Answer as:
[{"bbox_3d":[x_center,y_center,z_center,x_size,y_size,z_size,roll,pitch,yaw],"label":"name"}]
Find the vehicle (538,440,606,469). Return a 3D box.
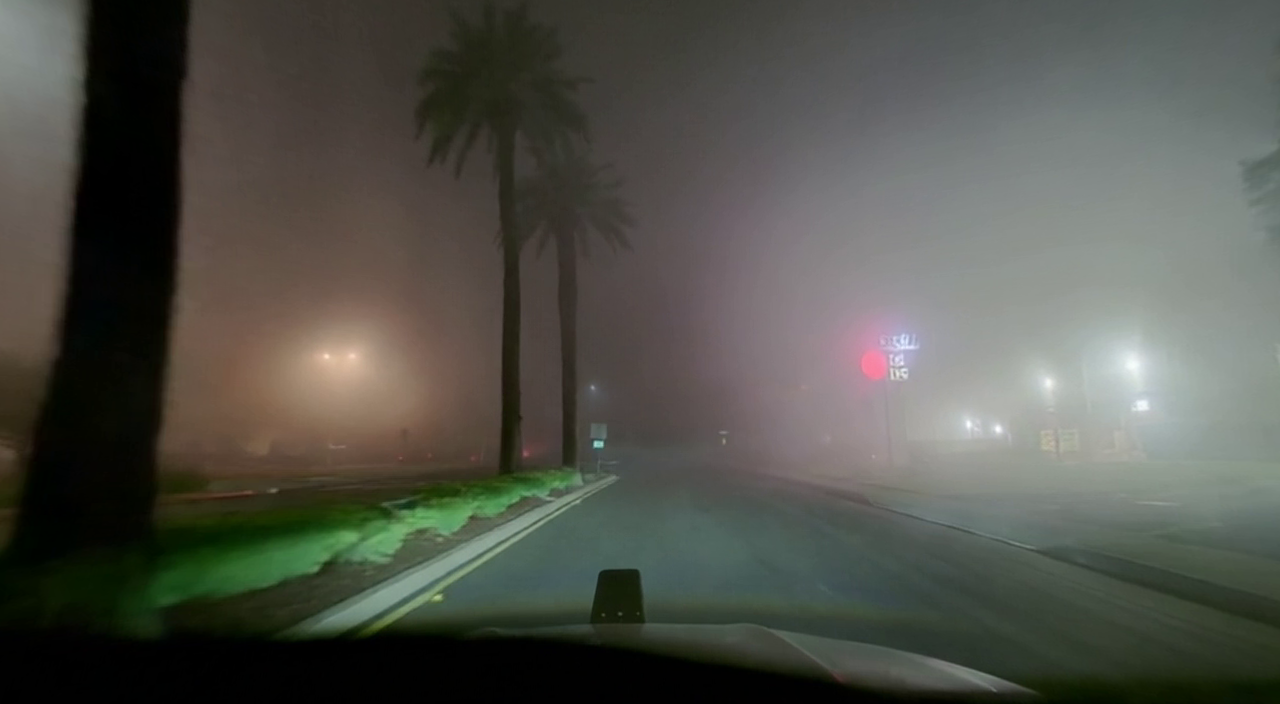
[{"bbox_3d":[-4.749,7.028,43.649,4.651,1.863,2.174,-8,-12,43],"label":"vehicle"}]
